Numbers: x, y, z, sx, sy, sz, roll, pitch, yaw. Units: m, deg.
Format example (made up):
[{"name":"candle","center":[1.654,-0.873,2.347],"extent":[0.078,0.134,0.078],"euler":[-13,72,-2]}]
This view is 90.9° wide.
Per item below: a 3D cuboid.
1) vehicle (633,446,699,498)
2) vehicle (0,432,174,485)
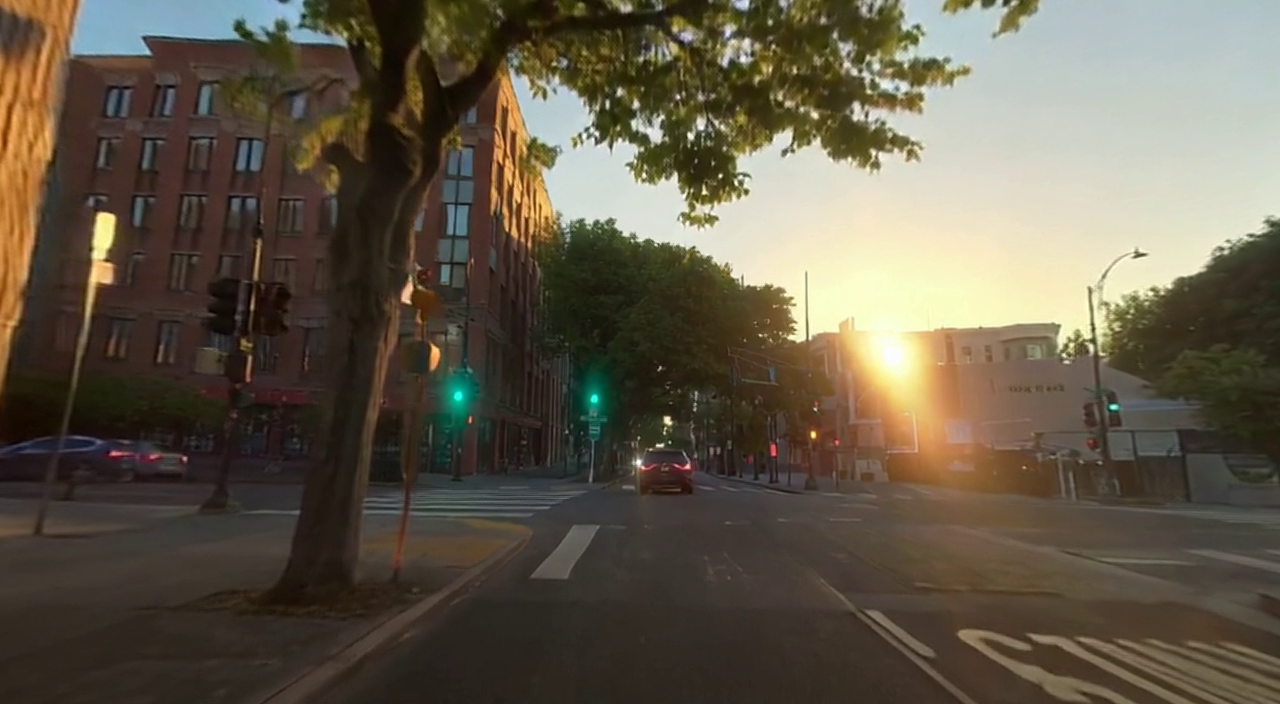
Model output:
[{"name":"vehicle","center":[0.844,4.102,21.961],"extent":[2.079,1.621,3.861],"euler":[0,-9,1]},{"name":"vehicle","center":[-17.518,3.313,19.663],"extent":[4.282,1.519,2.077],"euler":[-1,-9,2]}]
